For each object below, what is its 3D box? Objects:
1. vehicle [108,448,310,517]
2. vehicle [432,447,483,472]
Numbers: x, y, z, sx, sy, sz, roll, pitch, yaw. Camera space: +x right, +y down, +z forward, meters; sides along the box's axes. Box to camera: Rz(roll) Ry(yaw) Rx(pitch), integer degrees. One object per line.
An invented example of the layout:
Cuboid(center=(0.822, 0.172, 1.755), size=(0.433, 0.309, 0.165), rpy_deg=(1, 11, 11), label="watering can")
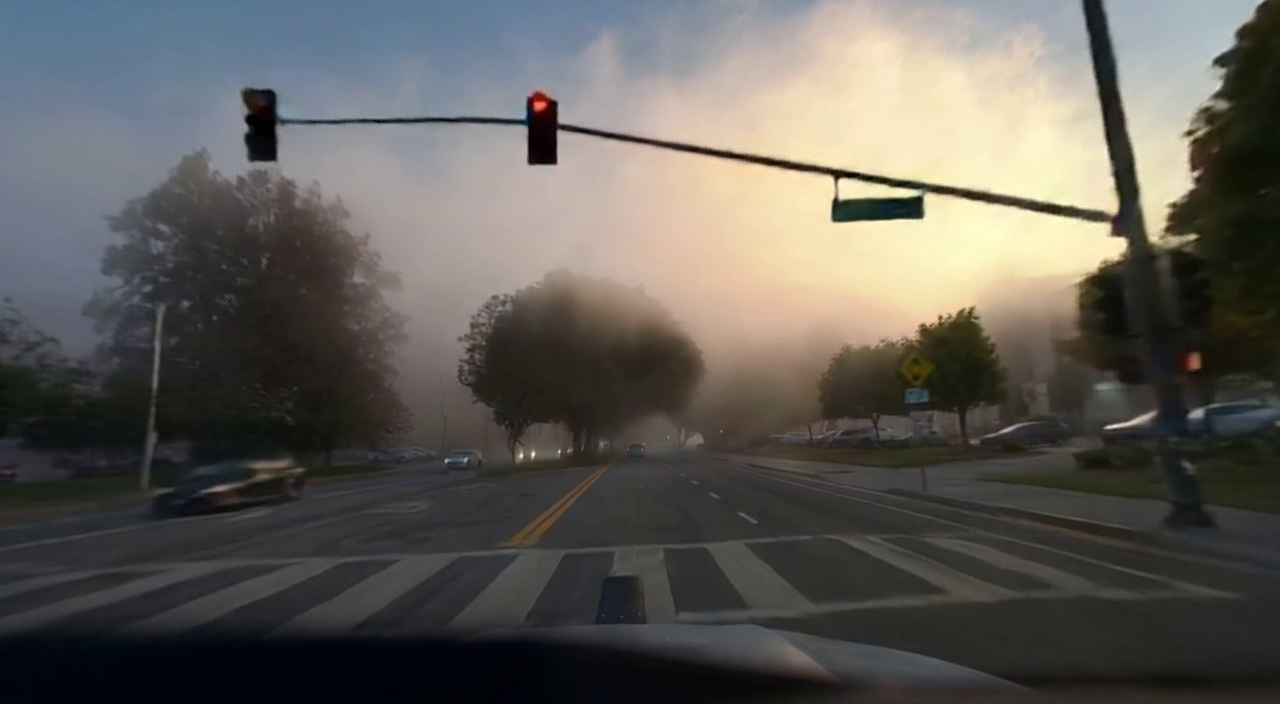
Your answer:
Cuboid(center=(-11.011, 3.330, 16.719), size=(1.914, 1.499, 4.785), rpy_deg=(-1, -8, 1), label="vehicle")
Cuboid(center=(-11.890, 7.018, 41.402), size=(1.945, 1.492, 4.672), rpy_deg=(0, -8, 0), label="vehicle")
